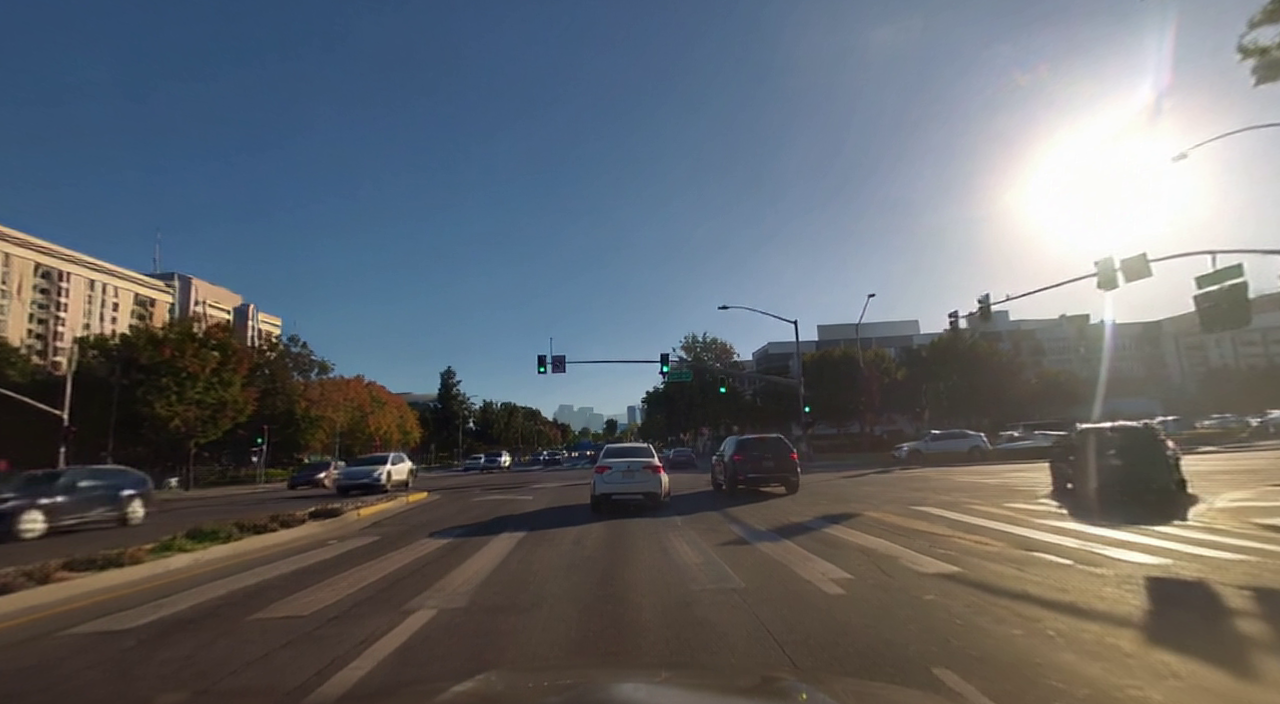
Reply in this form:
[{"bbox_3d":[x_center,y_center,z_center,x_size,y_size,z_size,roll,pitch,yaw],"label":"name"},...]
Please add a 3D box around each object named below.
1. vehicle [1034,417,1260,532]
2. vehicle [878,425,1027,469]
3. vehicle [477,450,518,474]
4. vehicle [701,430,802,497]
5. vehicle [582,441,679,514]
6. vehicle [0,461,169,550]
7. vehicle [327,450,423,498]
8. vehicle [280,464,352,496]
[{"bbox_3d":[9.277,2.229,12.112,2.039,1.760,4.319,-3,-9,21],"label":"vehicle"},{"bbox_3d":[15.129,4.654,31.006,6.013,2.030,2.461,-2,-9,12],"label":"vehicle"},{"bbox_3d":[-11.055,8.576,49.498,2.102,1.758,4.532,0,-8,1],"label":"vehicle"},{"bbox_3d":[3.207,3.321,19.187,2.107,1.773,4.557,0,-8,-1],"label":"vehicle"},{"bbox_3d":[-0.254,2.925,15.237,2.034,1.500,3.966,0,-8,-1],"label":"vehicle"},{"bbox_3d":[-14.841,3.781,16.197,1.908,1.797,4.620,0,-8,1],"label":"vehicle"},{"bbox_3d":[-11.253,5.179,27.255,2.078,1.795,4.636,0,-8,1],"label":"vehicle"},{"bbox_3d":[-18.302,7.223,35.903,1.840,1.511,4.229,0,-8,0],"label":"vehicle"}]
